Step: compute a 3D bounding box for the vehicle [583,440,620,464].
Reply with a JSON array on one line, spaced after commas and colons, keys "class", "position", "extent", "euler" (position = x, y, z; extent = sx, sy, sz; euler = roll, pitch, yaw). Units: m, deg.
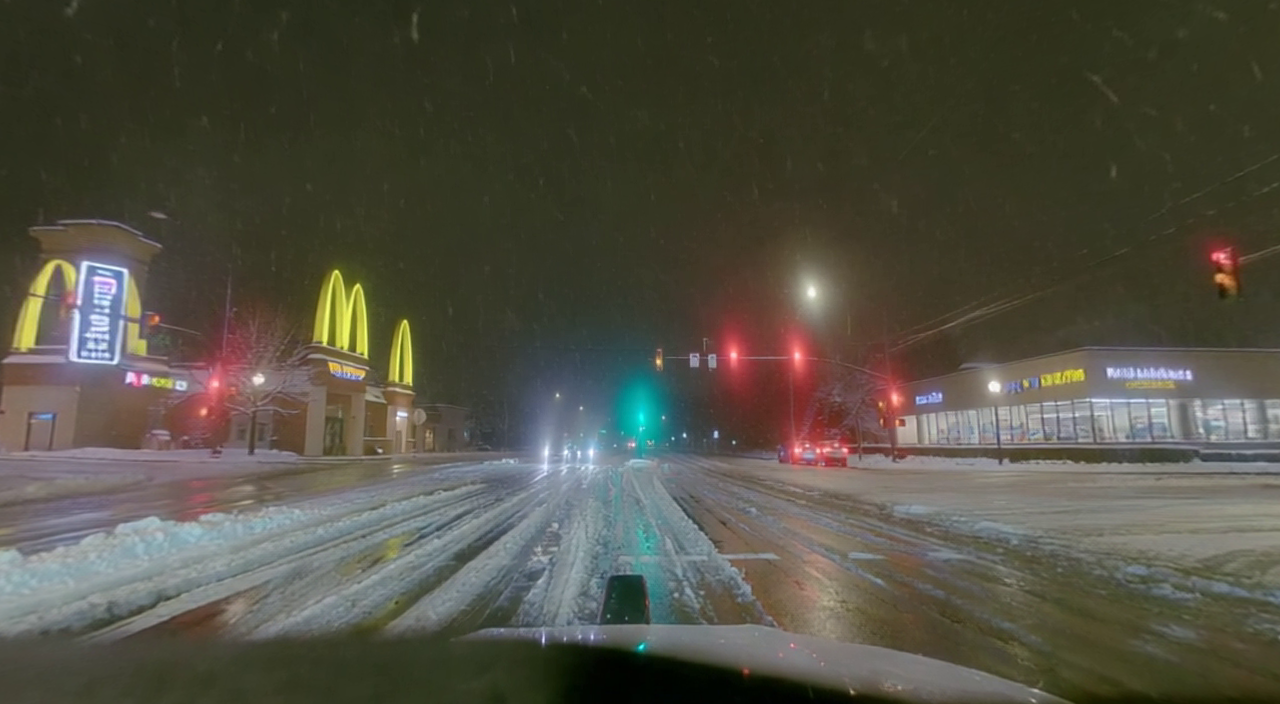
[{"class": "vehicle", "position": [-2.511, 6.635, 41.933], "extent": [2.104, 1.468, 4.195], "euler": [0, -8, 1]}]
